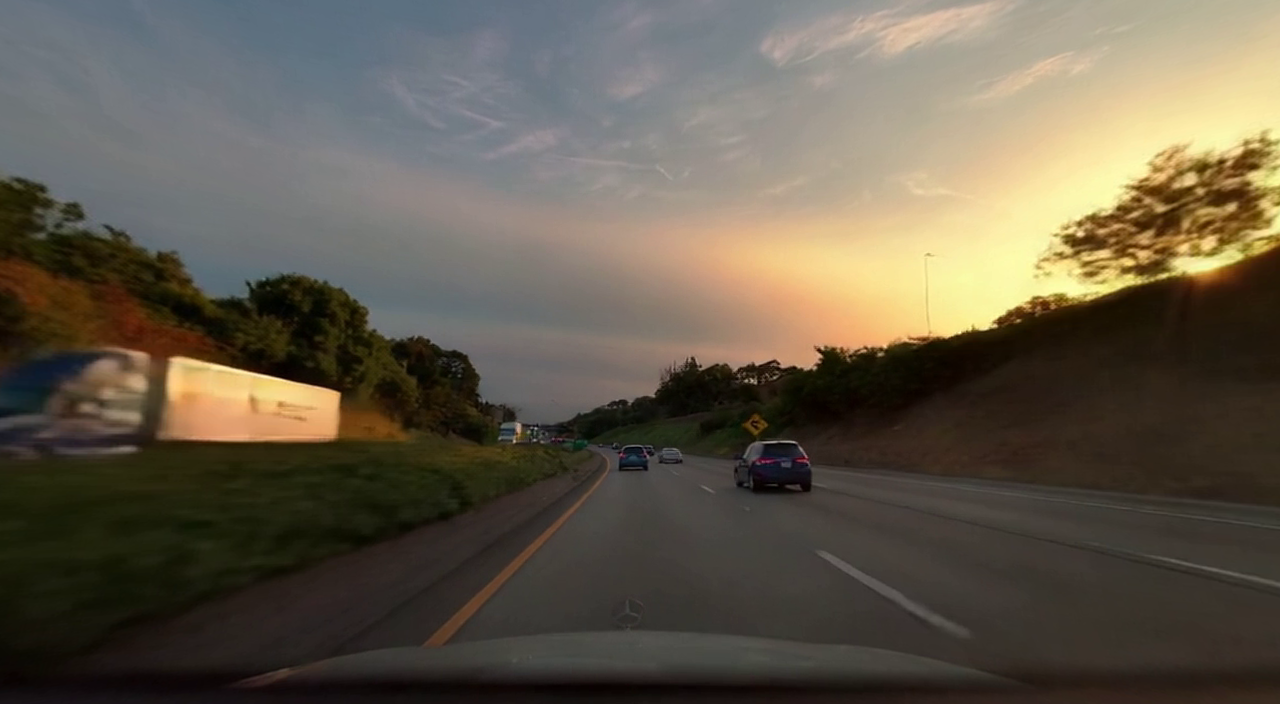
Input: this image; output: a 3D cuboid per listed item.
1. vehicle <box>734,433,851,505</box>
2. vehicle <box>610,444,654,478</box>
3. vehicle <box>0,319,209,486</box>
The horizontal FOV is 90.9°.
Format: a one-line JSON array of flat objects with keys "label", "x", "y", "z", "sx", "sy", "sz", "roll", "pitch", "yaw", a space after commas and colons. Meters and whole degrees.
[{"label": "vehicle", "x": 3.791, "y": 2.985, "z": 16.445, "sx": 2.013, "sy": 1.623, "sz": 3.916, "roll": 0, "pitch": -9, "yaw": -1}, {"label": "vehicle", "x": -0.444, "y": 5.358, "z": 31.145, "sx": 2.050, "sy": 1.534, "sz": 3.771, "roll": 0, "pitch": -9, "yaw": -2}, {"label": "vehicle", "x": -16.394, "y": 1.679, "z": 18.304, "sx": 2.950, "sy": 4.003, "sz": 6.622, "roll": 0, "pitch": -9, "yaw": -1}]
